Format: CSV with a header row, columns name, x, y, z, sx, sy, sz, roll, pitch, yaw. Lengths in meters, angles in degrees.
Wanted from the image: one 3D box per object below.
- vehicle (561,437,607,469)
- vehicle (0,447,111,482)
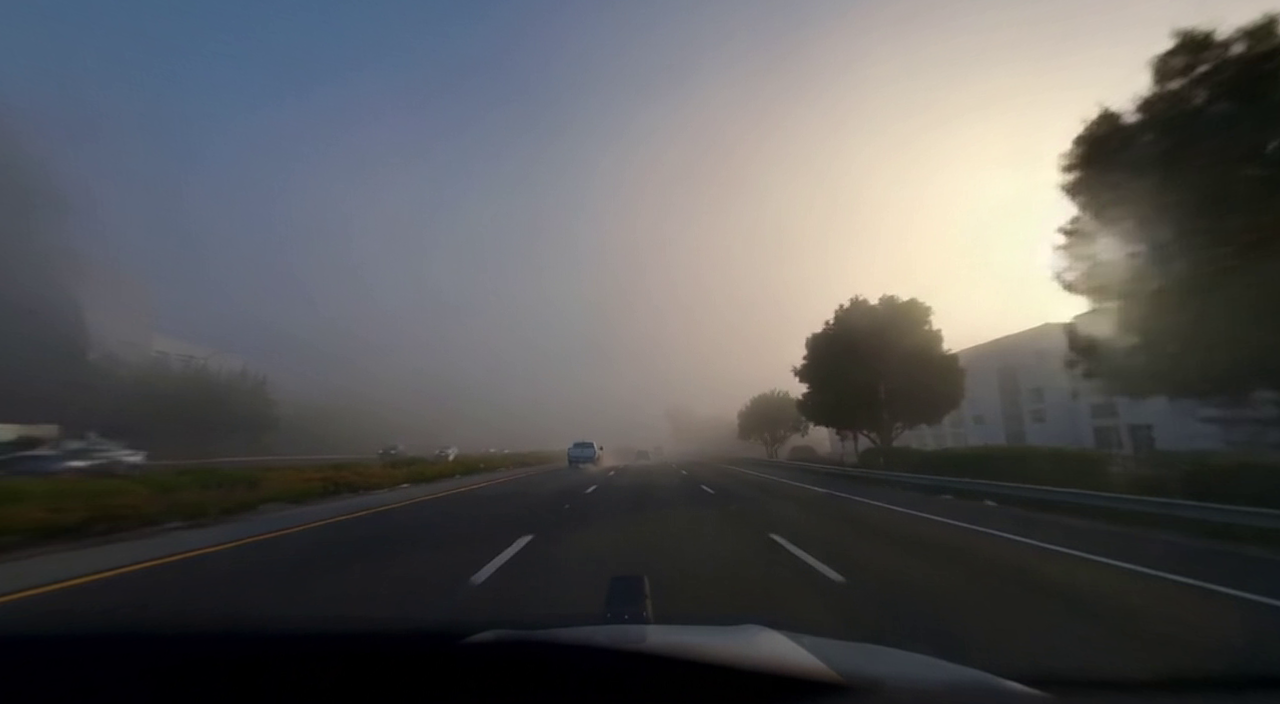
name,x,y,z,sx,sy,sz,roll,pitch,yaw
vehicle,-3.396,6.251,39.134,2.218,1.850,4.774,0,-9,2
vehicle,-27.935,5.242,29.768,1.898,1.487,4.519,0,-9,0
